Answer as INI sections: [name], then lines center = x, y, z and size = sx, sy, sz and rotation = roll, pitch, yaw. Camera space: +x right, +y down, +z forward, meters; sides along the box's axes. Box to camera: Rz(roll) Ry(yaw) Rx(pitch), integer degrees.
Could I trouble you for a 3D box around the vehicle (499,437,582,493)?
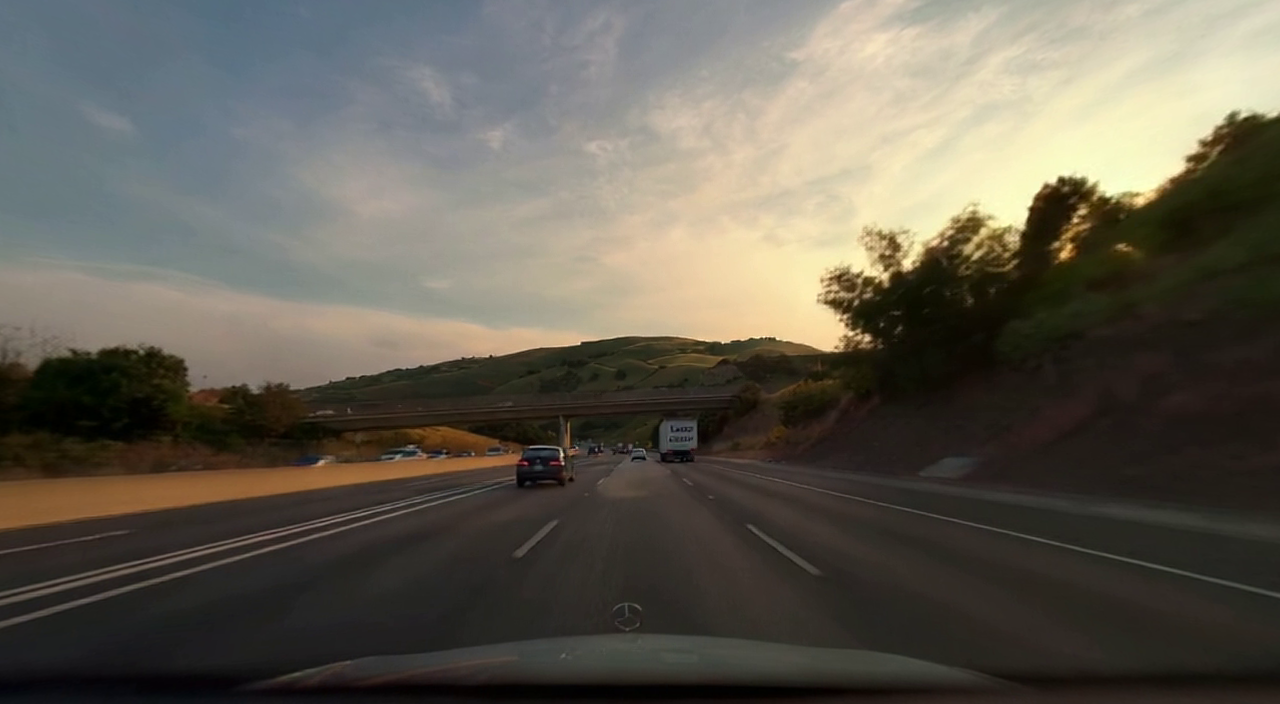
[vehicle]
center = -3.161, 3.700, 20.960
size = 2.052, 1.654, 4.303
rotation = 0, -9, 0
